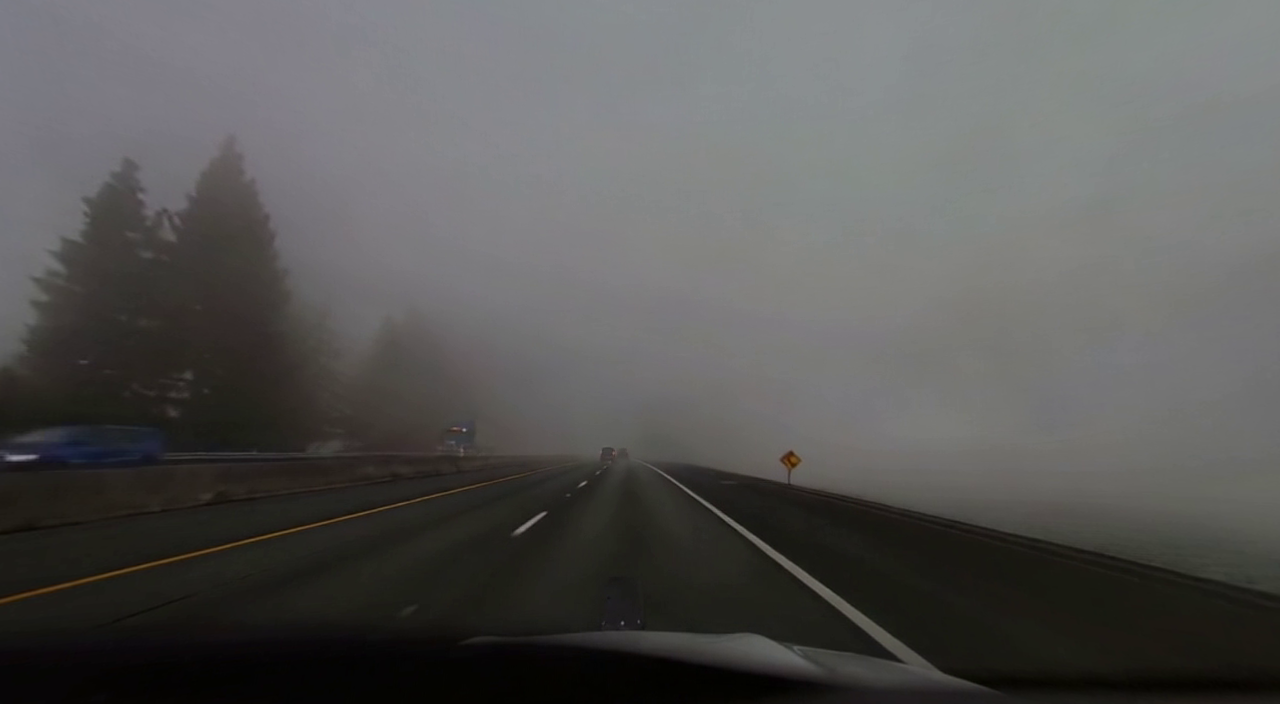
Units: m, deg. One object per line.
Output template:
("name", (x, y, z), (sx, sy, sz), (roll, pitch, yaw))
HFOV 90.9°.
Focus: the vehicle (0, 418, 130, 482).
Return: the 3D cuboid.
("vehicle", (-15.649, 2.537, 16.221), (1.781, 1.458, 3.767), (0, -9, 1))
